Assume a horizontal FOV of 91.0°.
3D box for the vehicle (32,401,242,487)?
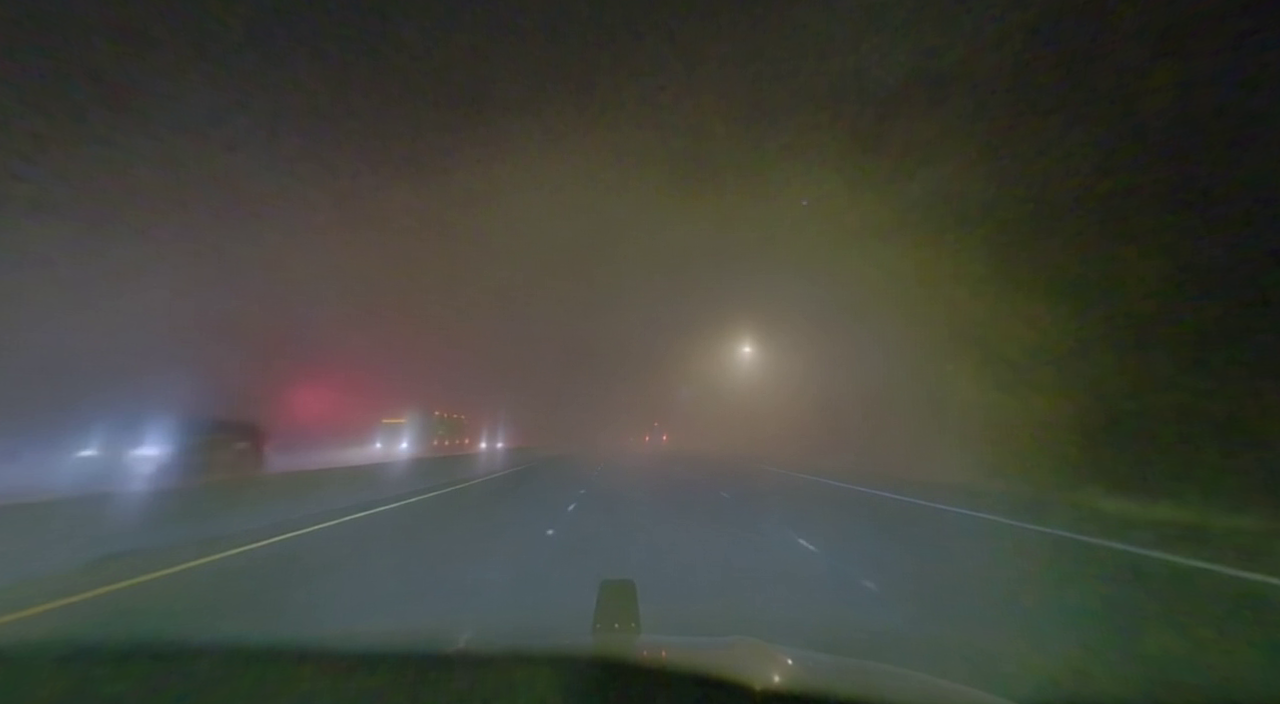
[{"bbox_3d":[-17.250,3.224,22.218,2.416,2.561,5.947,-1,-8,0],"label":"vehicle"}]
